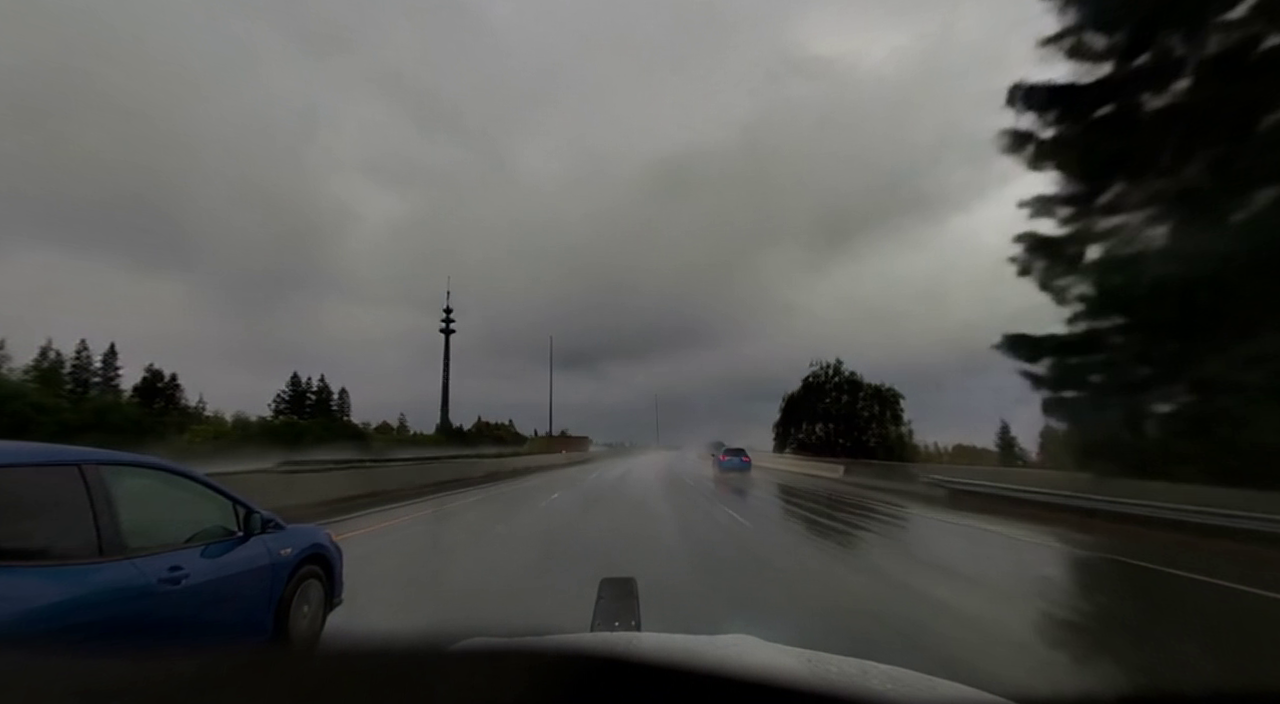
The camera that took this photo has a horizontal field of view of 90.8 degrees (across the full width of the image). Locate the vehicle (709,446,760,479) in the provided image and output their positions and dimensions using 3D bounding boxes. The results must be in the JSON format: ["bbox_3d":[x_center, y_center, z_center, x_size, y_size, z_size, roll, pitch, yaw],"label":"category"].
[{"bbox_3d":[4.731,5.583,32.186,2.030,1.526,4.165,0,-9,1],"label":"vehicle"}]
